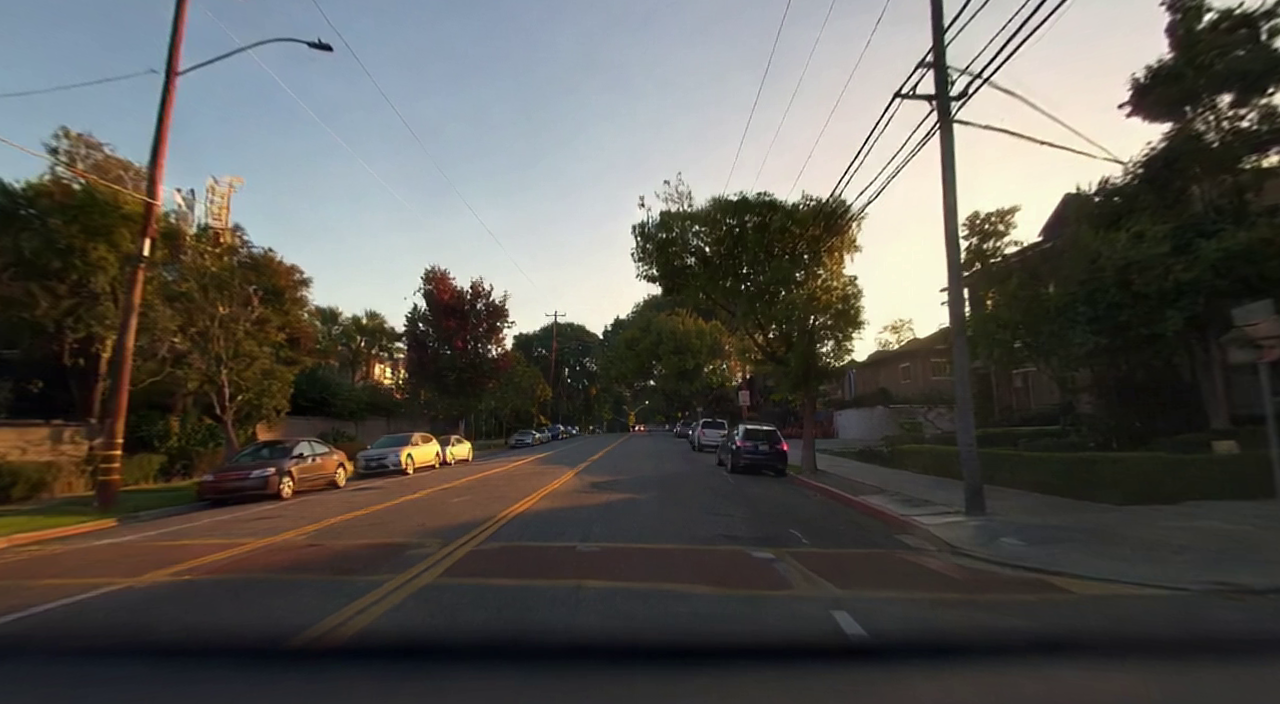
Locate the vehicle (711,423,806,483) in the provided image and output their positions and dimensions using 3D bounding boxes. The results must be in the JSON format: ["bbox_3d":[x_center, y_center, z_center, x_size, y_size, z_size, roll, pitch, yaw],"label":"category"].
[{"bbox_3d":[3.717,3.203,20.719,2.089,1.638,4.628,0,-5,-2],"label":"vehicle"}]

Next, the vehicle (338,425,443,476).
[{"bbox_3d":[-9.339,3.714,24.102,2.061,1.748,4.316,-1,-8,3],"label":"vehicle"}]

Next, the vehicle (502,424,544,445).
[{"bbox_3d":[-8.704,6.243,47.363,2.208,1.508,4.590,0,-8,1],"label":"vehicle"}]

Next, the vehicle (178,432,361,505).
[{"bbox_3d":[-9.514,3.009,16.778,1.926,1.652,4.527,-1,-8,3],"label":"vehicle"}]
